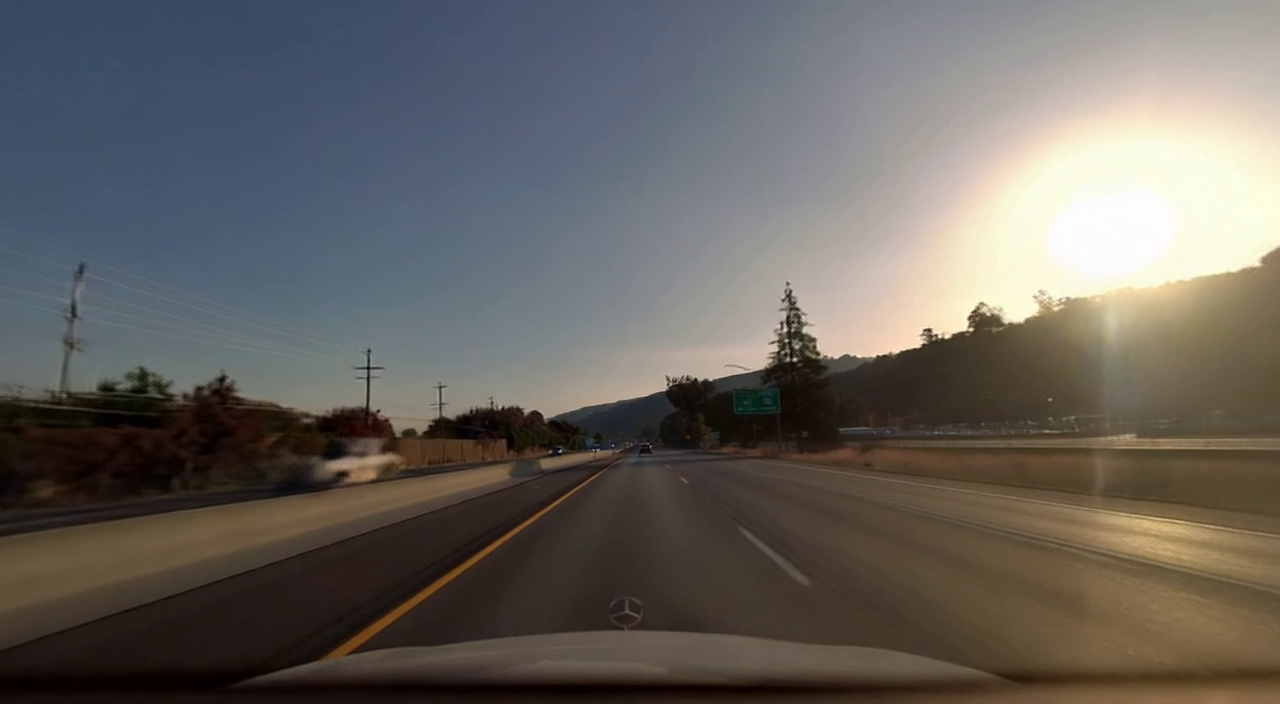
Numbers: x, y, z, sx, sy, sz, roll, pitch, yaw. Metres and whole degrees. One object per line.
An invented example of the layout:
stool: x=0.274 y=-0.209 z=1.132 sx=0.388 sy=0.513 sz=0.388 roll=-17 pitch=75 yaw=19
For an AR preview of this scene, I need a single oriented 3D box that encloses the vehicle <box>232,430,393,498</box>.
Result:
vehicle: x=-10.320 y=3.572 z=20.582 sx=2.132 sy=1.866 sz=5.680 roll=0 pitch=-8 yaw=1
